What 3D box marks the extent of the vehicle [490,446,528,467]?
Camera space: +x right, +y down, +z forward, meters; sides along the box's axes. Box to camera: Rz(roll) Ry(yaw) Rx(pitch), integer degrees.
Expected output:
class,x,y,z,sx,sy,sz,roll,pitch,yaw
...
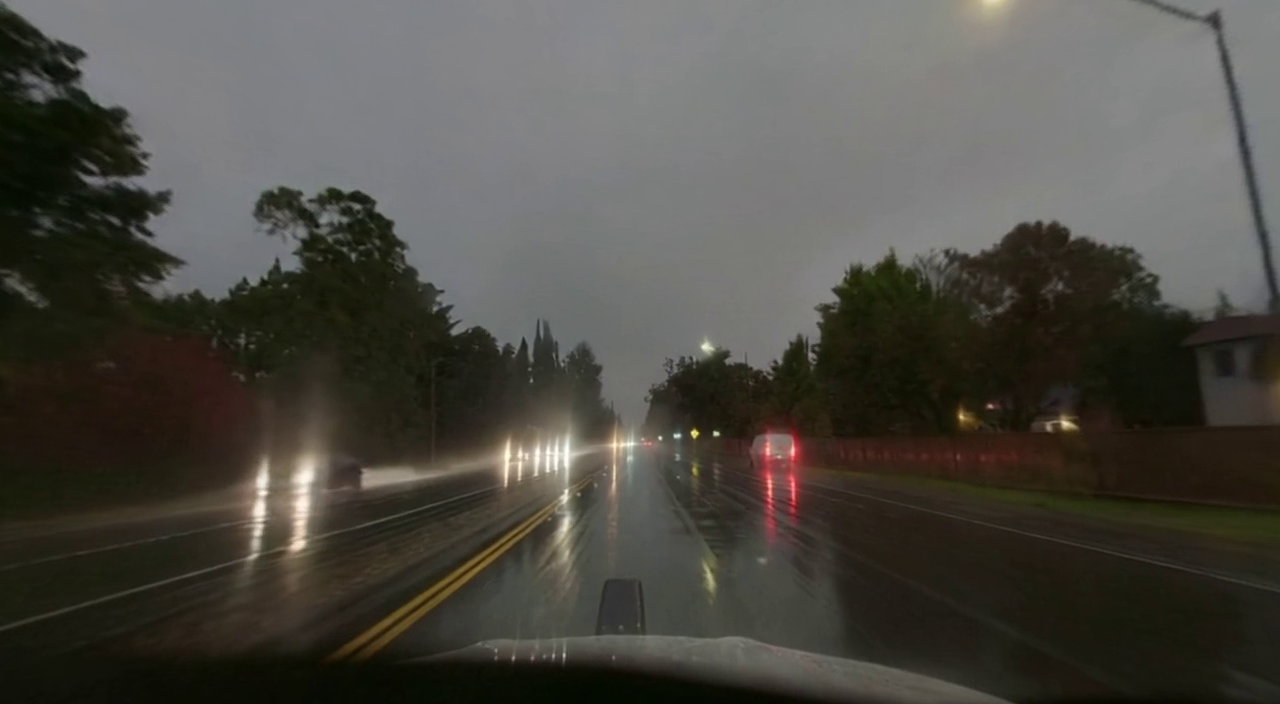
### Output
class,x,y,z,sx,sy,sz,roll,pitch,yaw
vehicle,-10.010,8.045,48.660,1.958,1.524,4.314,0,-8,0

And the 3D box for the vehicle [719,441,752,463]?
class,x,y,z,sx,sy,sz,roll,pitch,yaw
vehicle,7.494,7.899,49.921,1.965,1.623,4.096,0,-9,1

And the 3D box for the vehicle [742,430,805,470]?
class,x,y,z,sx,sy,sz,roll,pitch,yaw
vehicle,7.533,5.632,36.437,2.278,2.079,5.861,0,-8,-1

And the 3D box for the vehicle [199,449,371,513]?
class,x,y,z,sx,sy,sz,roll,pitch,yaw
vehicle,-9.562,3.479,17.590,2.061,1.490,4.637,0,-8,1
